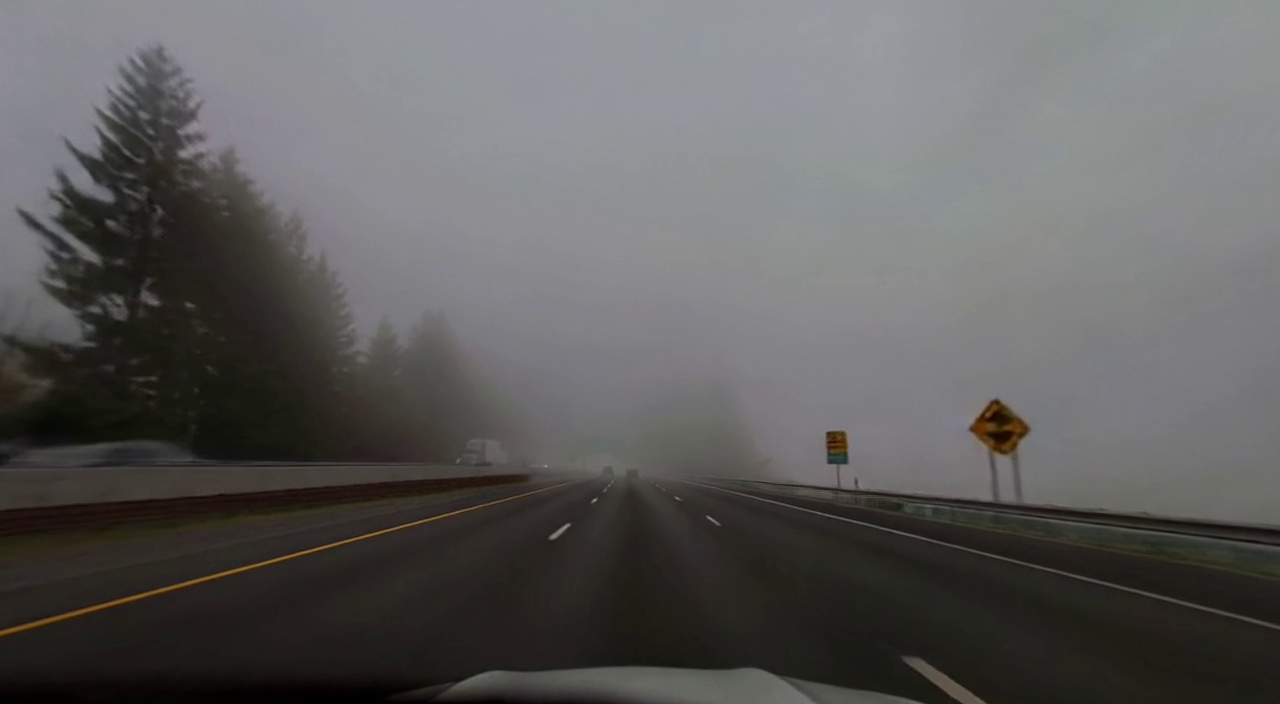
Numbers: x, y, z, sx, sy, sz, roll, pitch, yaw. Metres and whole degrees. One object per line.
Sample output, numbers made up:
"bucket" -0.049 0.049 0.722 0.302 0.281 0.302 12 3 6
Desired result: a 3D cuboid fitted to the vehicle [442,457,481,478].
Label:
"vehicle" -12.738 8.298 45.250 1.760 1.422 3.593 1 -10 -1
